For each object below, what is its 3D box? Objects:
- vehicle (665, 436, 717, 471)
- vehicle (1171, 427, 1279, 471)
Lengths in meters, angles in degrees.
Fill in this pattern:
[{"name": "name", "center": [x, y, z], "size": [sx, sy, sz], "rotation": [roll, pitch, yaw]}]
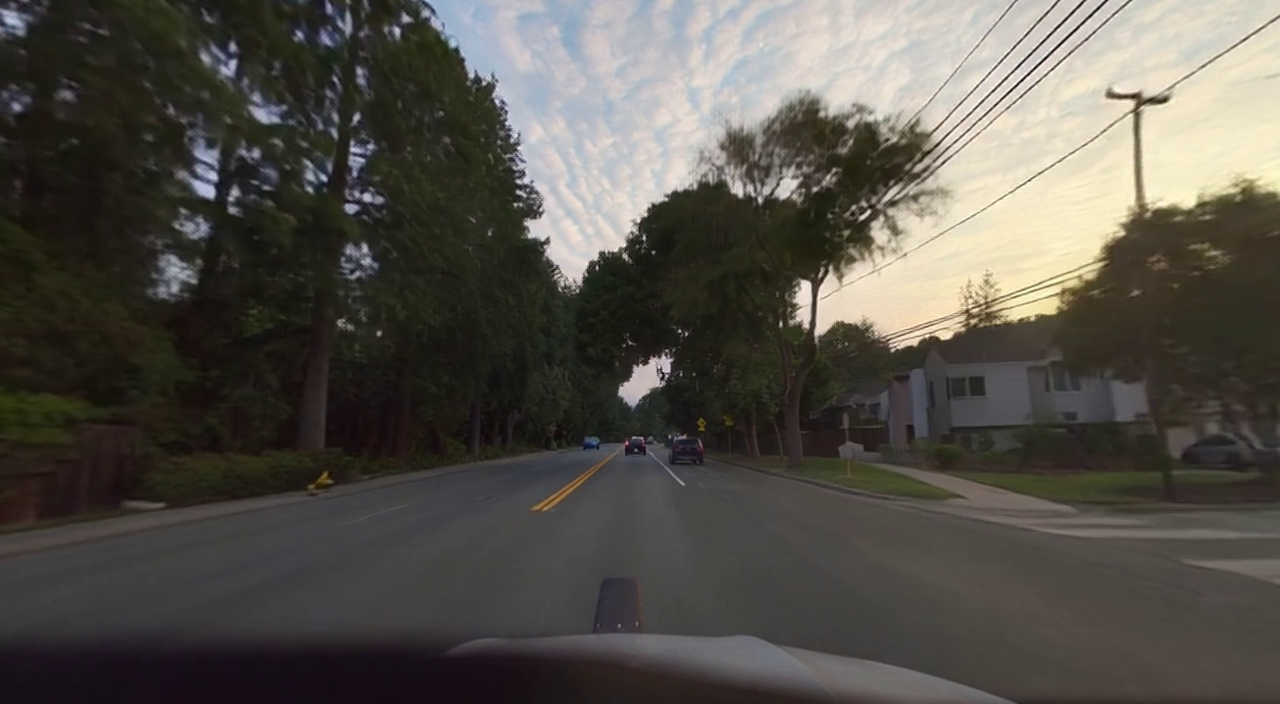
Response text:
[{"name": "vehicle", "center": [2.228, 4.548, 28.362], "size": [1.975, 1.497, 3.647], "rotation": [0, -8, -1]}, {"name": "vehicle", "center": [22.282, 3.595, 23.405], "size": [1.851, 1.458, 3.709], "rotation": [0, -8, 1]}]
